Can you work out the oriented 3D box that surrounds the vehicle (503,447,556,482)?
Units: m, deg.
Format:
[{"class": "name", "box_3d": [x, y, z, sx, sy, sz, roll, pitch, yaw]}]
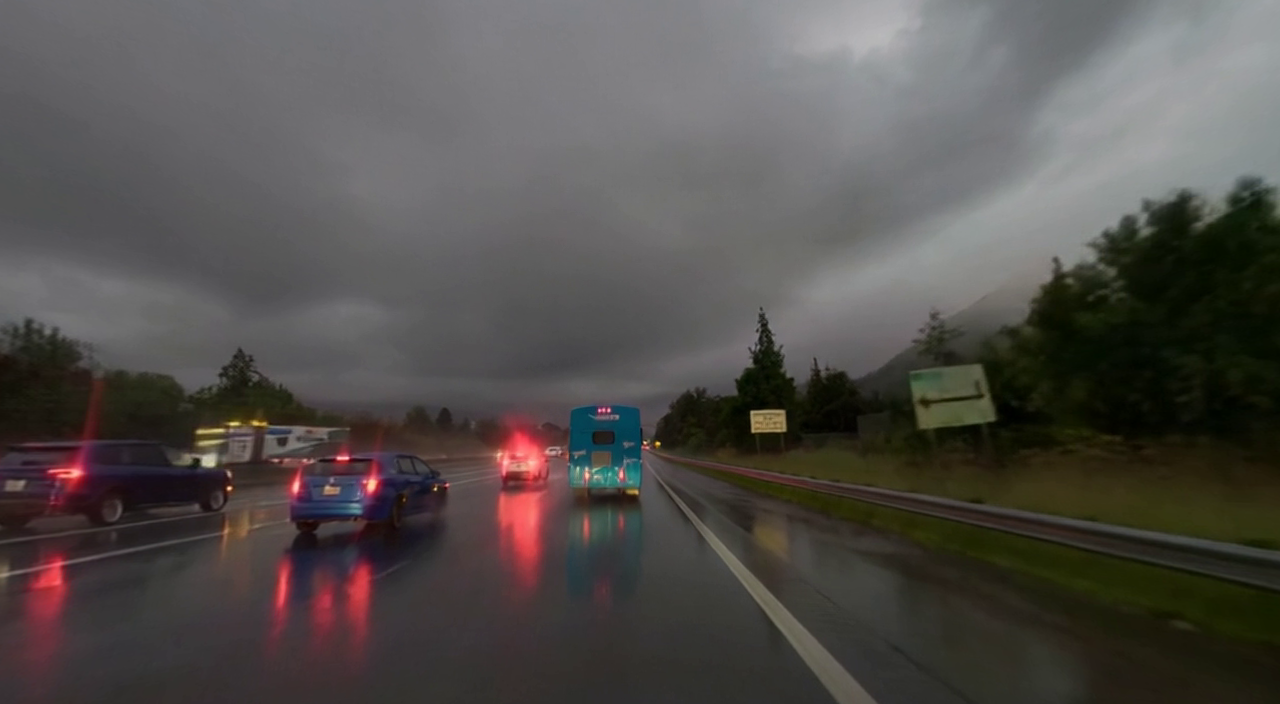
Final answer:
[{"class": "vehicle", "box_3d": [-5.009, 5.122, 28.939, 1.872, 1.480, 3.545, 0, -9, -1]}]

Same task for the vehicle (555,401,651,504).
[{"class": "vehicle", "box_3d": [-0.967, 2.941, 18.538, 2.394, 2.556, 5.232, 0, -9, -1]}]

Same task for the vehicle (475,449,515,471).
[{"class": "vehicle", "box_3d": [-10.088, 7.526, 44.103, 1.886, 1.462, 4.084, 0, -9, -1]}]

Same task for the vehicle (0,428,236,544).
[{"class": "vehicle", "box_3d": [-9.587, 2.242, 11.120, 2.010, 1.621, 4.252, 0, -9, 0]}]

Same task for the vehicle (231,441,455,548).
[{"class": "vehicle", "box_3d": [-4.678, 2.274, 10.710, 1.876, 1.438, 4.072, 0, -9, -1]}]
